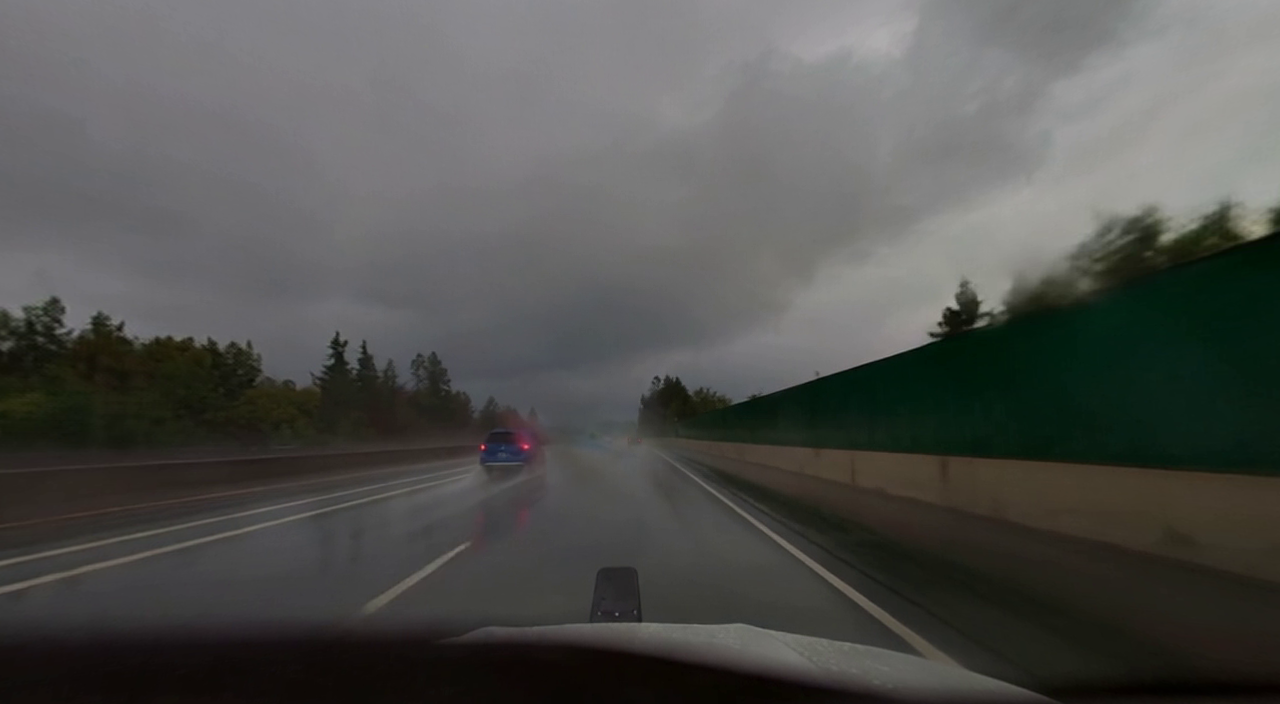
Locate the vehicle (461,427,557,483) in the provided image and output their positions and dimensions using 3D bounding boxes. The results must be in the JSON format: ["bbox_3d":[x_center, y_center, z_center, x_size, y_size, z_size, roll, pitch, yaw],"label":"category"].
[{"bbox_3d":[-3.947,3.179,19.903,2.072,1.545,4.767,0,-8,0],"label":"vehicle"}]

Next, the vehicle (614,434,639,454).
[{"bbox_3d":[-1.008,6.911,47.426,1.836,1.450,3.519,0,-8,-1],"label":"vehicle"}]
